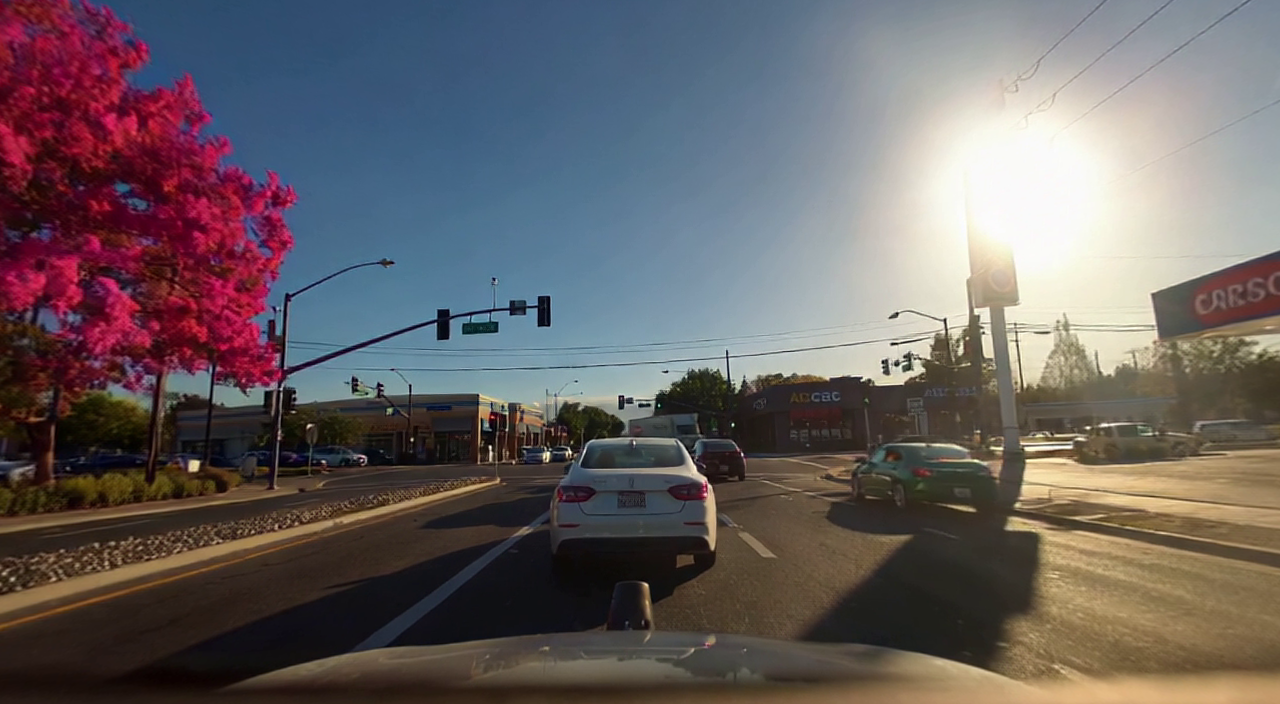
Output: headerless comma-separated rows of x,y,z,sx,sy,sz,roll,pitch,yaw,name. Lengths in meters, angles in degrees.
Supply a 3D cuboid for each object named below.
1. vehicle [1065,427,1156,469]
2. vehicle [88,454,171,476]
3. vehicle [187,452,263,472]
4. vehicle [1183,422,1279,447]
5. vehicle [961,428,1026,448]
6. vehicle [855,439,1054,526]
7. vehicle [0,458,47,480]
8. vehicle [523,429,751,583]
18.576,3.755,24.814,4.300,1.495,2.053,8,-12,-44,vehicle
-36.488,8.069,45.074,4.609,1.465,1.944,-2,-8,11,vehicle
-30.882,8.178,46.958,4.466,1.438,1.837,-1,-8,5,vehicle
42.520,5.955,45.340,4.664,1.728,2.171,-1,-8,5,vehicle
27.730,6.783,49.539,3.968,1.572,1.740,0,-8,2,vehicle
6.311,2.638,13.373,1.942,1.511,4.390,0,-8,0,vehicle
-44.680,8.220,44.245,4.368,1.419,1.959,-1,-8,7,vehicle
-0.051,1.800,8.228,2.213,1.482,4.057,0,-8,-1,vehicle
